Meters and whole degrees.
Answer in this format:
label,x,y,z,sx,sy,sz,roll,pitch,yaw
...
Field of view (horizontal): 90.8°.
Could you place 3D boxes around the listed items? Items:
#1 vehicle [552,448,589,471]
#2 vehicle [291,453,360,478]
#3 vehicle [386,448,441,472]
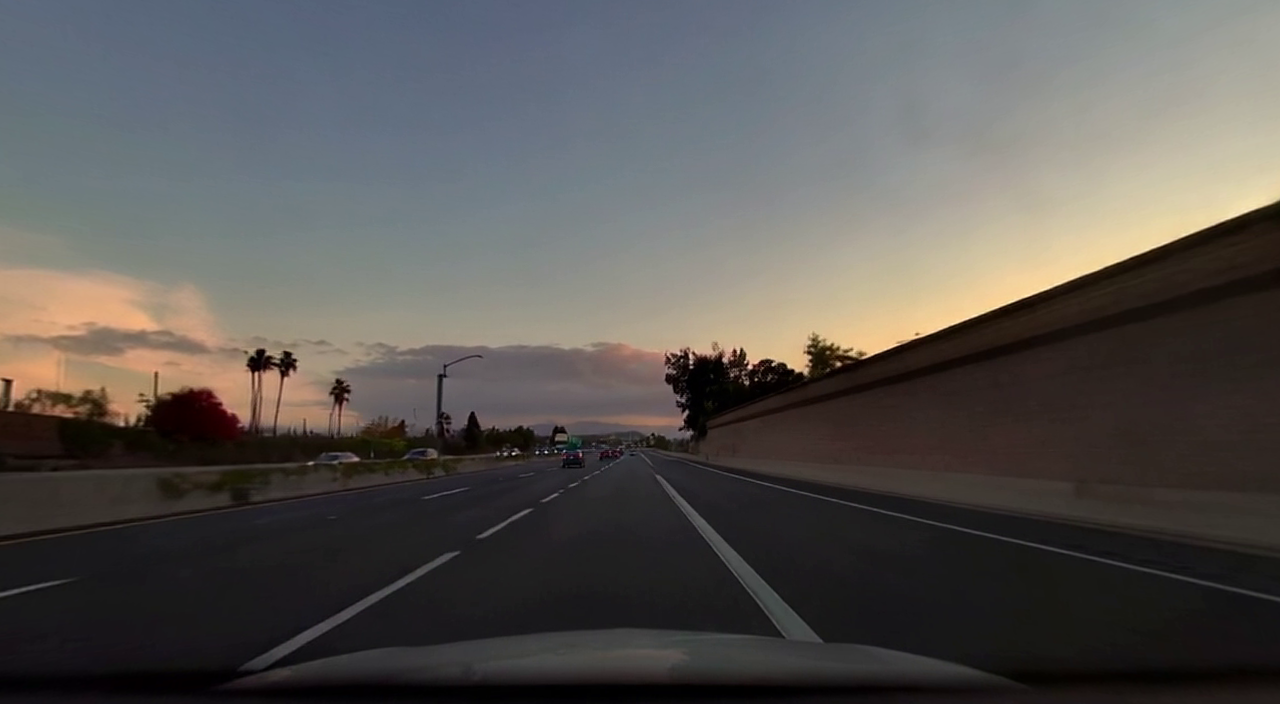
label,x,y,z,sx,sy,sz,roll,pitch,yaw
vehicle,-4.764,7.423,43.885,2.078,1.457,4.648,0,-8,0
vehicle,-18.754,6.762,37.914,1.988,1.328,4.244,0,-9,0
vehicle,-15.914,7.599,44.690,2.260,1.515,4.498,0,-8,0
